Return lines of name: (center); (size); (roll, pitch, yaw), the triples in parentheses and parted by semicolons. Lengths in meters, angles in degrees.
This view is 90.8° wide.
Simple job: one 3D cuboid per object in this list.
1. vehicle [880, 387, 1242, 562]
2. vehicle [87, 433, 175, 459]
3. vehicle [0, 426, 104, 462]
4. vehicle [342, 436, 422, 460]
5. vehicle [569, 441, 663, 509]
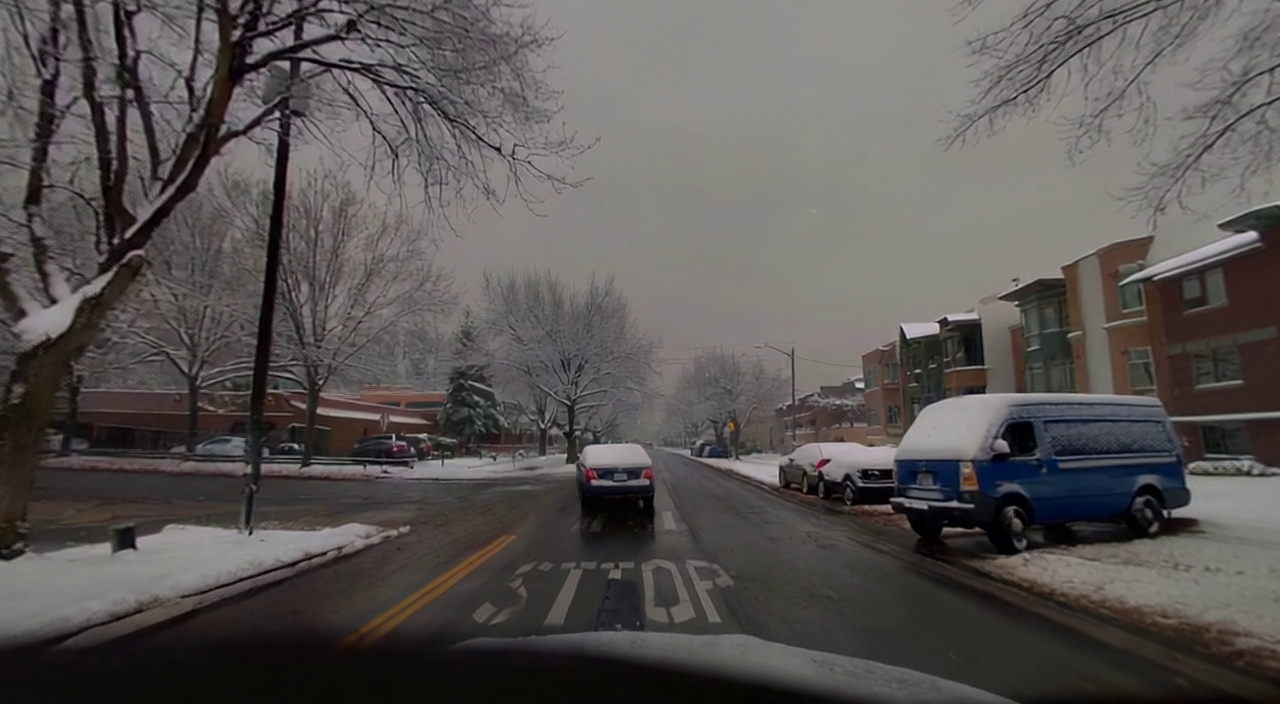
vehicle: (6.662, 1.821, 9.977); (5.385, 2.146, 2.143); (4, -9, -25)
vehicle: (-31.792, 5.862, 39.505); (3.915, 1.574, 1.850); (0, -9, 4)
vehicle: (-31.775, 4.890, 33.632); (4.438, 1.814, 2.044); (0, -8, -2)
vehicle: (-18.349, 6.840, 45.165); (4.892, 1.679, 1.927); (1, -9, -6)
vehicle: (-0.716, 3.036, 16.153); (2.065, 1.450, 4.522); (1, -9, -5)
